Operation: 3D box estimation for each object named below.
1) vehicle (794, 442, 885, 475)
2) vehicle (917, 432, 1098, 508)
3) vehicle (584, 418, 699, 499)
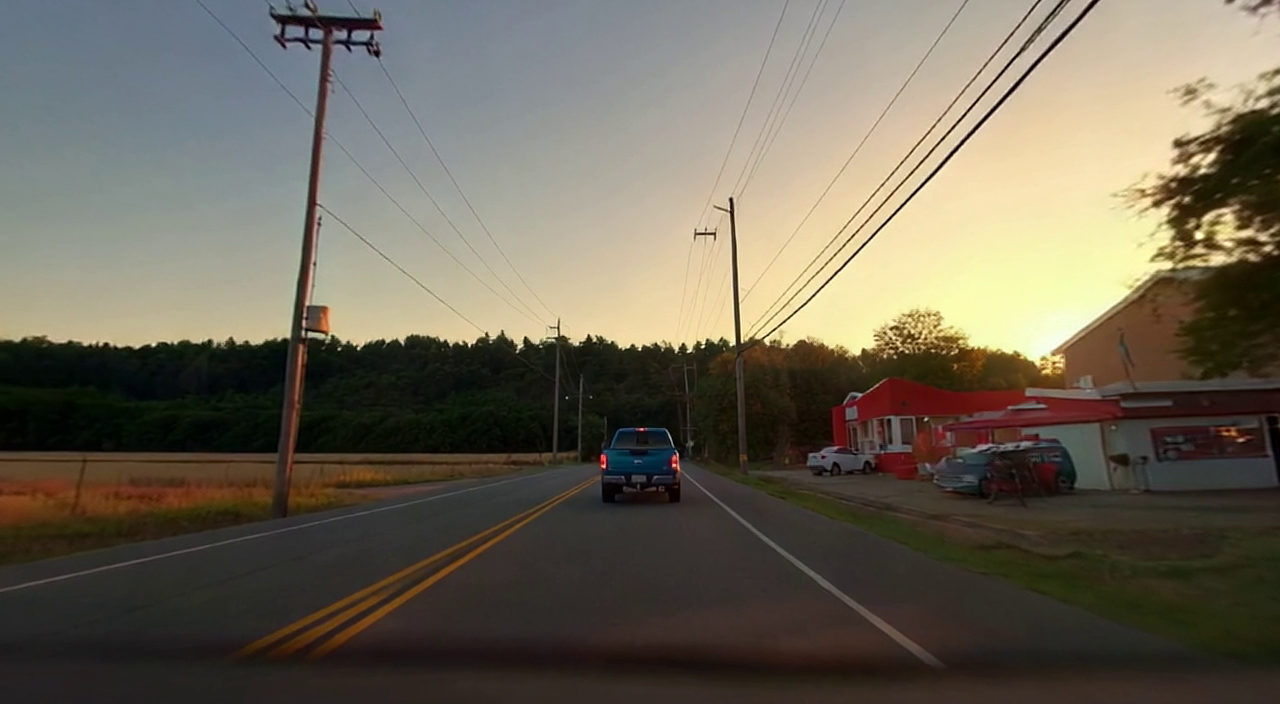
[{"bbox_3d":[11.604,6.105,36.588,5.304,1.754,2.340,6,-11,-37],"label":"vehicle"},{"bbox_3d":[11.505,3.573,19.672,5.776,1.936,2.535,6,-8,-33],"label":"vehicle"},{"bbox_3d":[0.086,3.262,19.828,2.921,2.031,7.416,0,-8,1],"label":"vehicle"}]
